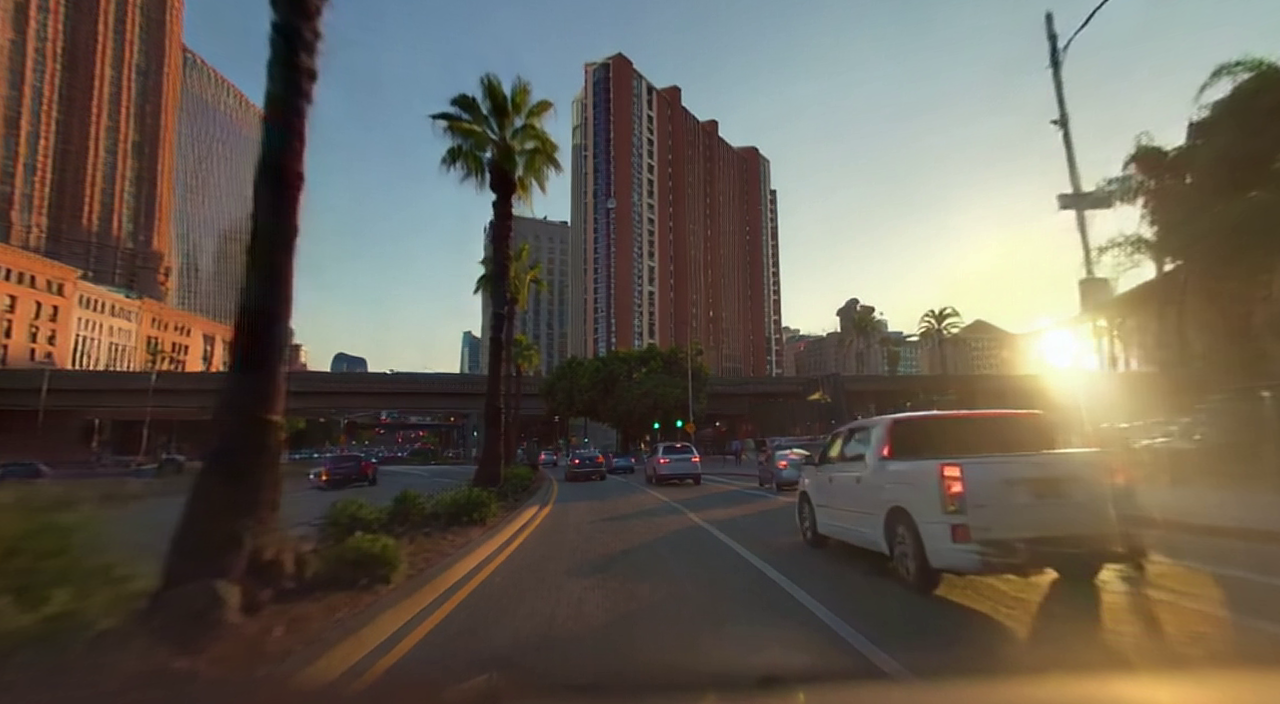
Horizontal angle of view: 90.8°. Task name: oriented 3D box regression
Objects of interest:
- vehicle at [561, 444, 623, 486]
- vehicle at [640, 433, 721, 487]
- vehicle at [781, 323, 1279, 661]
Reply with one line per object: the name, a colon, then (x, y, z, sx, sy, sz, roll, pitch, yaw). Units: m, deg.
vehicle: (-2.172, 4.839, 27.470, 2.332, 1.625, 4.933, 1, -9, -8)
vehicle: (1.525, 4.445, 26.298, 2.407, 1.991, 5.130, 1, -9, -7)
vehicle: (3.468, 1.259, 6.744, 2.434, 2.171, 5.098, 0, -9, -4)
